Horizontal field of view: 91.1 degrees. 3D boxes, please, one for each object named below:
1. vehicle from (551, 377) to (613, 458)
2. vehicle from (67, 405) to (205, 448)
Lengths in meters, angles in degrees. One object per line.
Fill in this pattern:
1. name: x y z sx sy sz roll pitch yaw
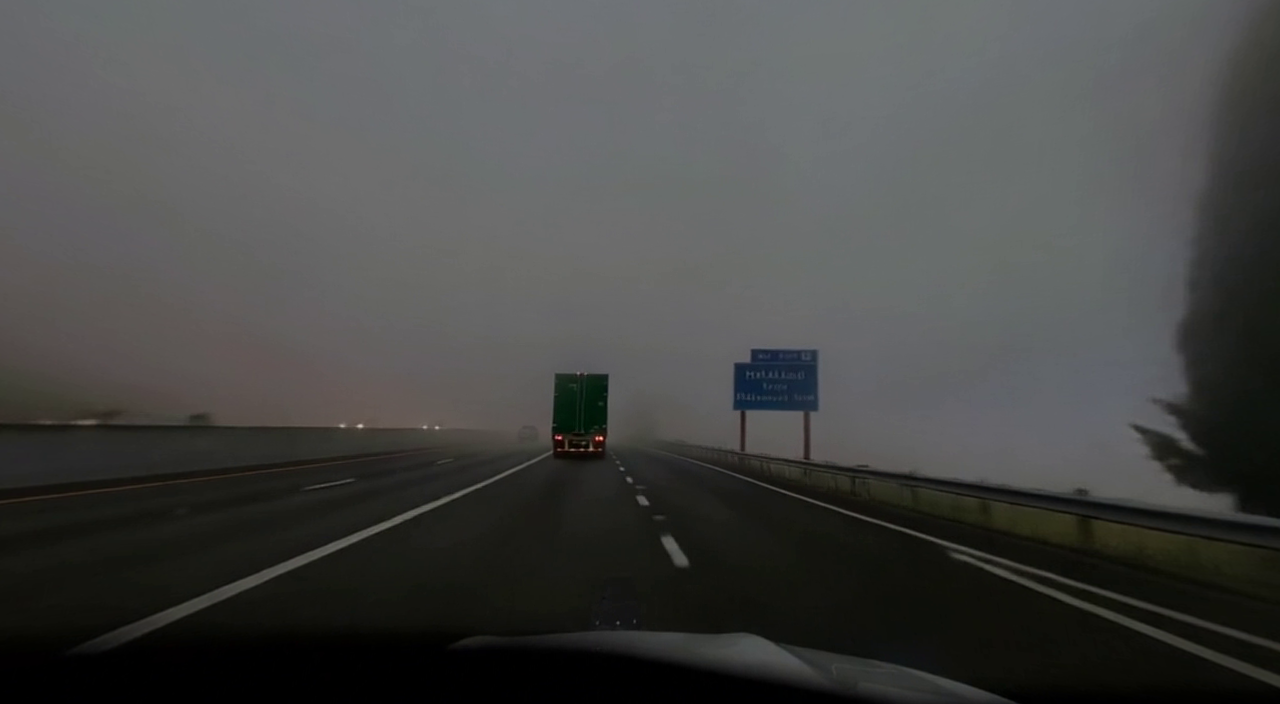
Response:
1. vehicle: -3.296 4.059 37.241 3.002 3.987 12.477 1 -8 -4
2. vehicle: -22.039 3.316 27.819 2.213 1.692 4.978 2 -7 -4
